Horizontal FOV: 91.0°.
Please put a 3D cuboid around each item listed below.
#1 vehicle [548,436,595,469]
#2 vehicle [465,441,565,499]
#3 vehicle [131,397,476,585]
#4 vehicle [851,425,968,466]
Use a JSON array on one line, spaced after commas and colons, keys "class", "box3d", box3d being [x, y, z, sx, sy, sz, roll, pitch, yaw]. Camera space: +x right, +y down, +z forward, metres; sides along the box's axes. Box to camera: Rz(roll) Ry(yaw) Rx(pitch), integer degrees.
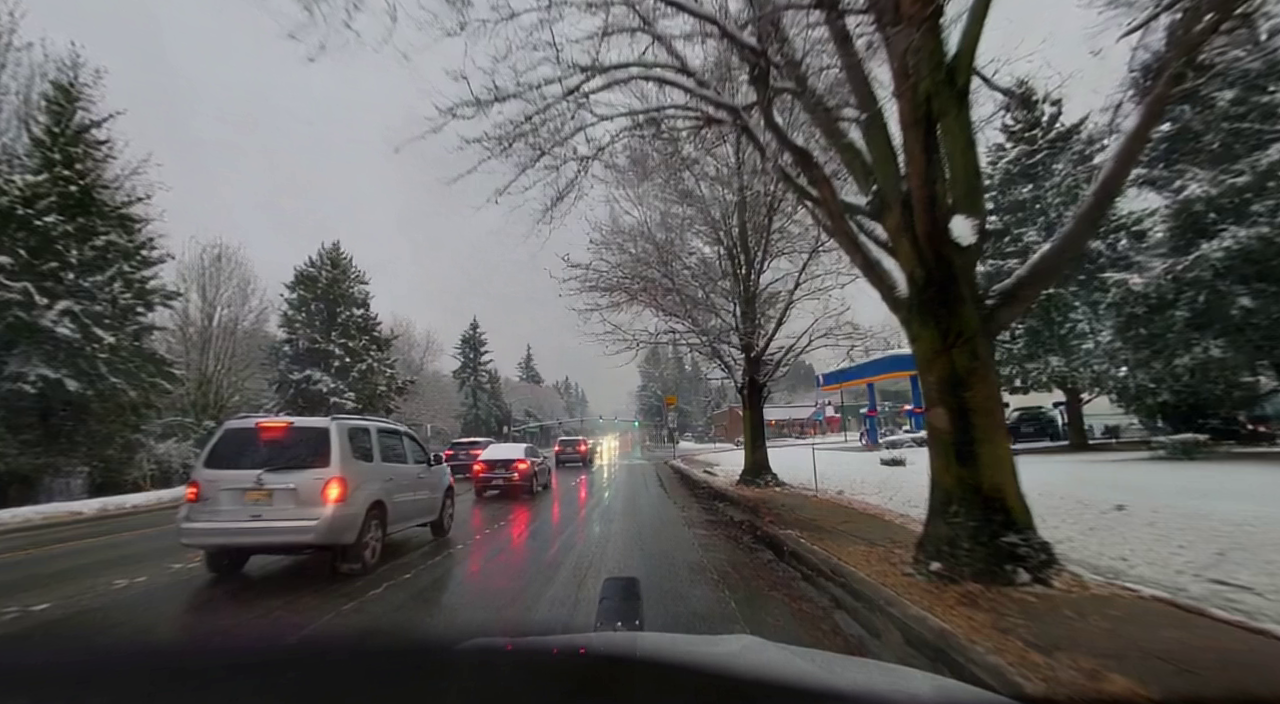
[{"class": "vehicle", "box3d": [-4.069, 6.051, 38.082, 2.306, 1.815, 4.476, 0, -8, 1]}, {"class": "vehicle", "box3d": [-3.479, 3.362, 18.379, 1.888, 1.452, 4.303, -1, -8, 2]}, {"class": "vehicle", "box3d": [-4.054, 1.768, 8.854, 2.071, 1.896, 4.782, 0, -9, 2]}, {"class": "vehicle", "box3d": [12.126, 4.224, 28.574, 4.385, 1.439, 1.912, -5, -7, 4]}]
